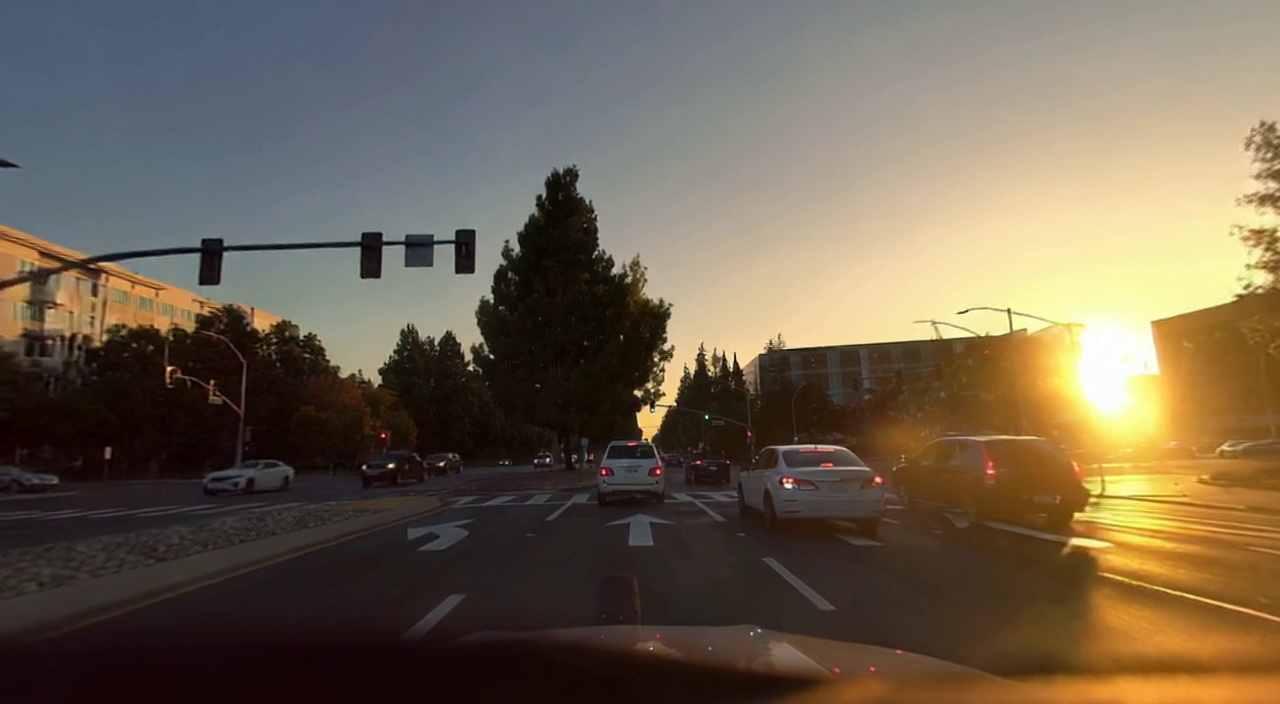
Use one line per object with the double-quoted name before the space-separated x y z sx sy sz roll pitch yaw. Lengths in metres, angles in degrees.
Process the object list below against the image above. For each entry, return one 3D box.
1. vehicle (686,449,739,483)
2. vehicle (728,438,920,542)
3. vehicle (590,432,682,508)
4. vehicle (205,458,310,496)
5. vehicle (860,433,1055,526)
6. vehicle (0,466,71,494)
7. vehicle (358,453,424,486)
"vehicle" 3.488 5.604 31.266 2.004 1.523 4.263 0 -9 -1
"vehicle" 3.142 2.468 12.054 2.034 1.558 4.774 0 -9 -2
"vehicle" -0.122 3.216 17.645 2.236 1.827 4.316 0 -9 0
"vehicle" -17.559 5.753 29.335 1.911 1.483 4.849 -1 -9 0
"vehicle" 6.721 2.717 14.058 1.987 1.730 4.373 0 -9 -1
"vehicle" -35.125 7.105 35.039 4.845 1.442 1.880 2 -9 -13
"vehicle" -14.235 6.702 36.434 1.961 1.693 4.557 0 -9 0
